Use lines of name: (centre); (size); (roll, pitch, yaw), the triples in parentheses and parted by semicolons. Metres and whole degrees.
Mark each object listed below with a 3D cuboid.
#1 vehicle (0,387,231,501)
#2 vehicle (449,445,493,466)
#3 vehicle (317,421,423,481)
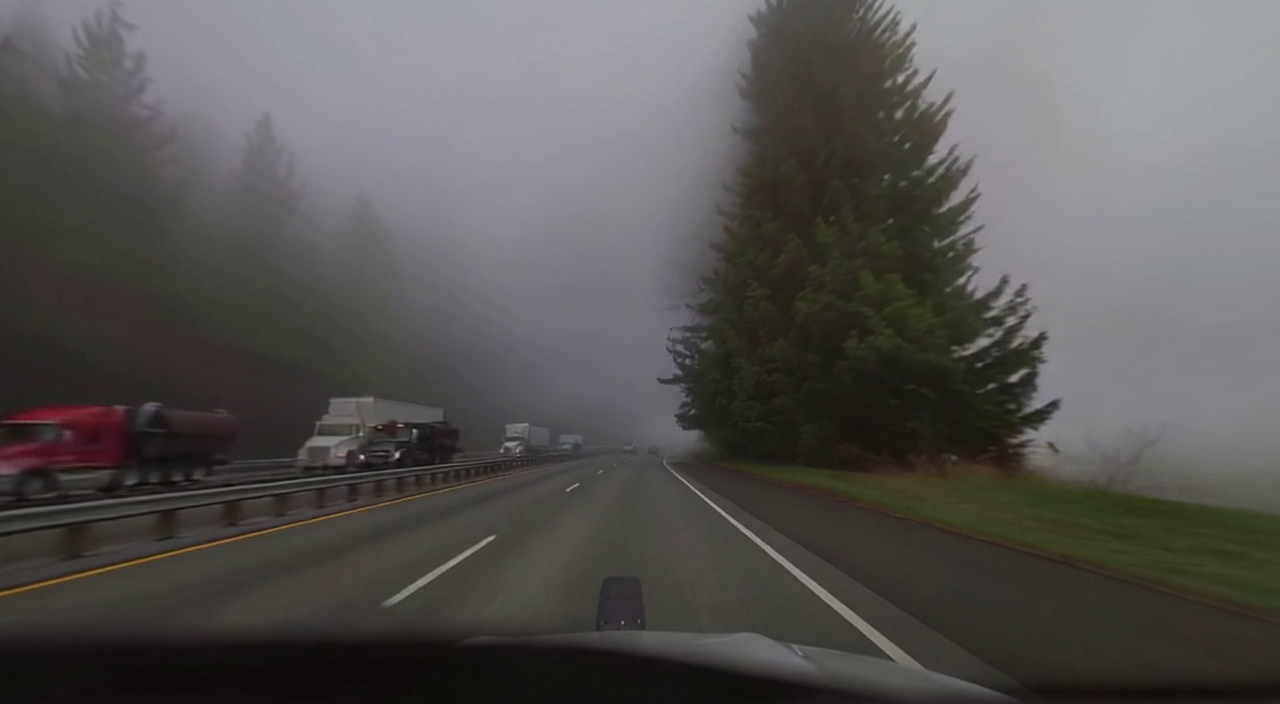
vehicle: (-16.972, 2.921, 19.916); (2.790, 2.882, 7.737); (0, -9, 0)
vehicle: (-12.123, 7.473, 45.550); (1.868, 1.426, 4.479); (0, -9, 1)
vehicle: (-11.855, 4.407, 28.175); (2.308, 2.426, 5.240); (0, -9, 1)
